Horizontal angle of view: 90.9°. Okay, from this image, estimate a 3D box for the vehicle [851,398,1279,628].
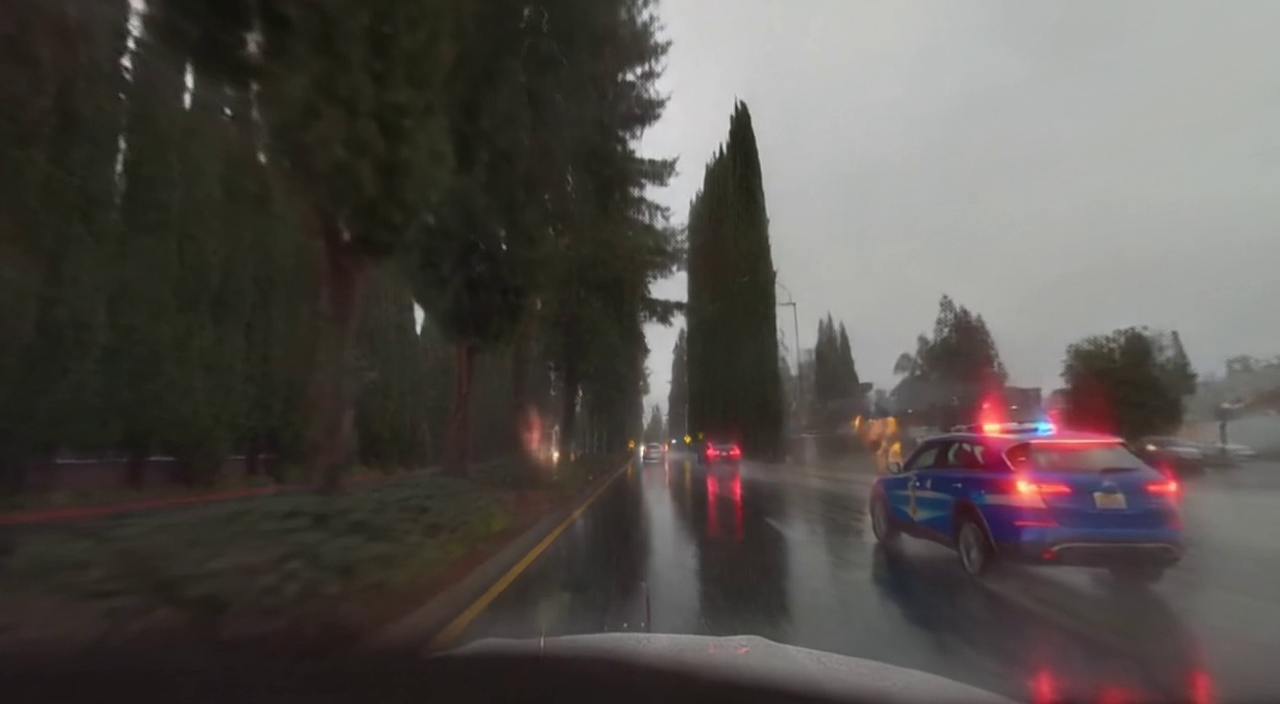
[{"bbox_3d":[4.001,1.475,6.690,2.052,1.639,4.123,0,-9,0],"label":"vehicle"}]

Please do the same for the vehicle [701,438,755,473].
[{"bbox_3d":[4.441,5.311,32.449,2.110,1.666,3.912,0,-9,-1],"label":"vehicle"}]

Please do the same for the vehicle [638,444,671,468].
[{"bbox_3d":[0.901,6.616,40.289,2.026,1.466,4.282,0,-9,0],"label":"vehicle"}]
